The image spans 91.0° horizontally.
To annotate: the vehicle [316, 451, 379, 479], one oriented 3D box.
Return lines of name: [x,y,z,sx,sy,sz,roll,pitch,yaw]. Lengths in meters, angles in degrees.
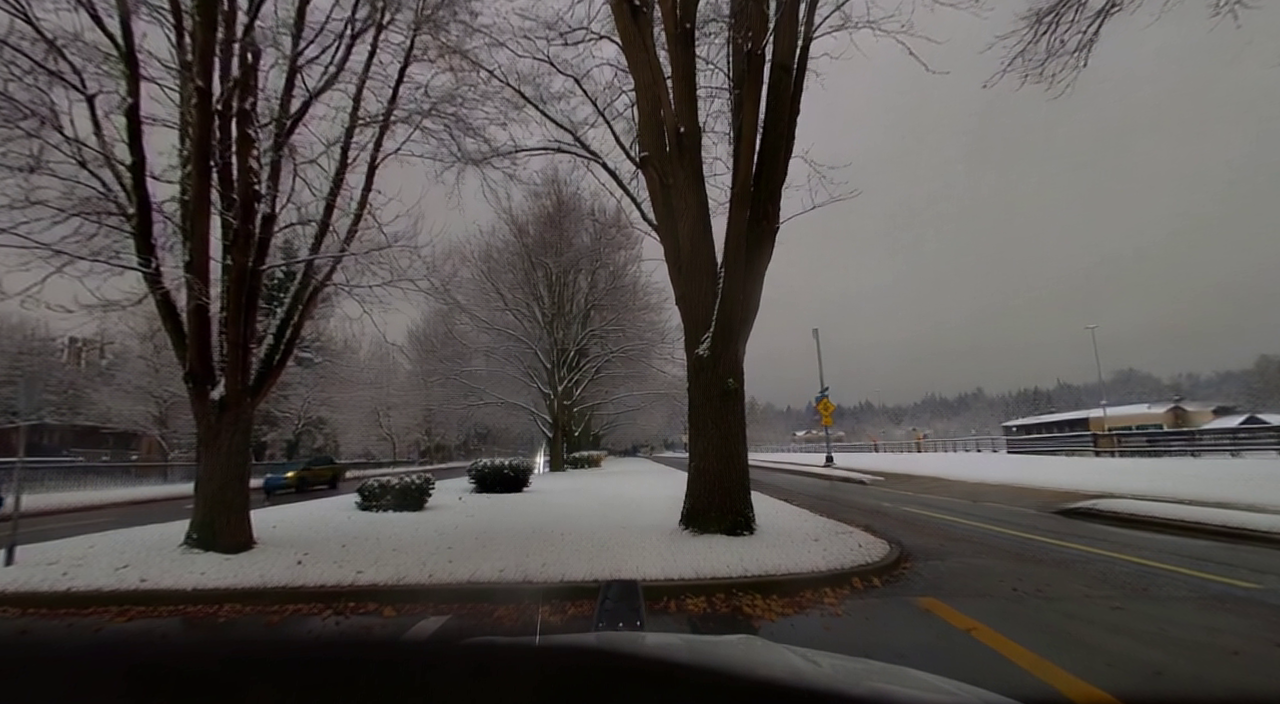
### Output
vehicle: [-19.474,7.509,42.049,1.902,1.720,3.248,-4,-10,25]

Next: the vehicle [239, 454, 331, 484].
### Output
vehicle: [-21.495,7.078,38.287,1.907,1.644,4.410,-5,-10,29]
